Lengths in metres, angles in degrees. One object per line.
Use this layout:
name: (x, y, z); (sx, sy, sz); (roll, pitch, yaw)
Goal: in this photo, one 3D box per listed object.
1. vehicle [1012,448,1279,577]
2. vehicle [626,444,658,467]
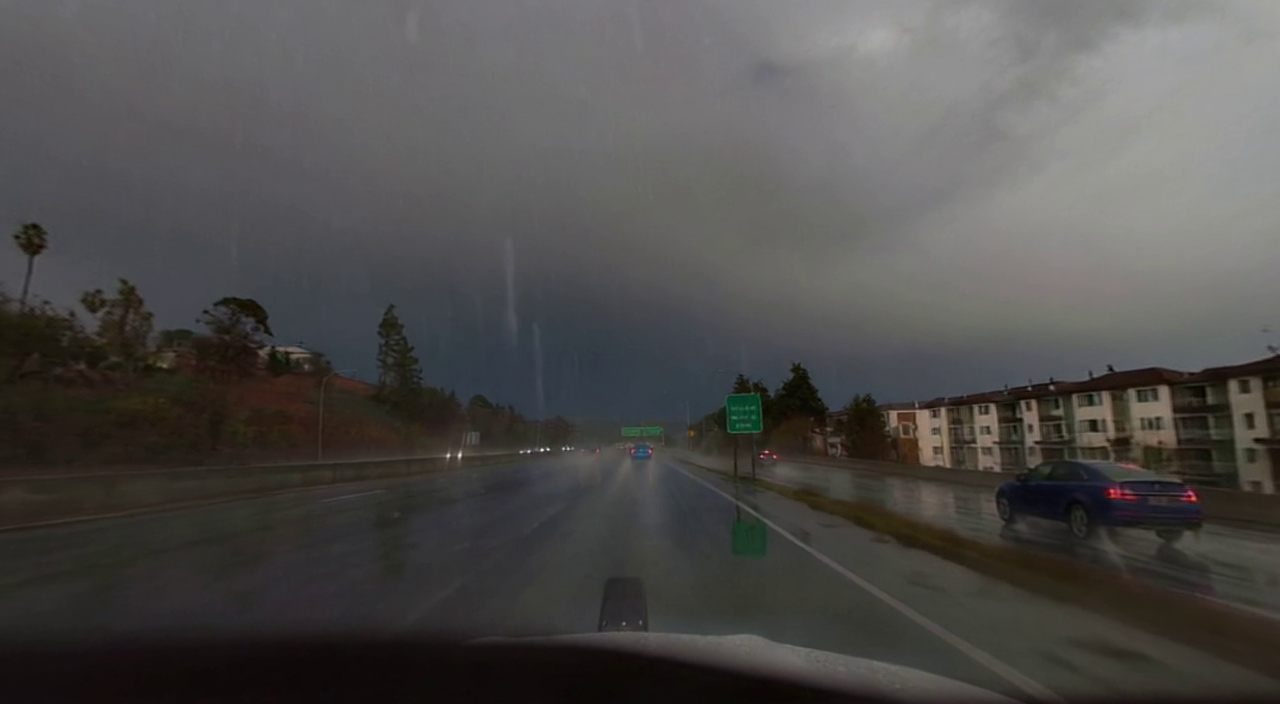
vehicle: (11.054, 3.026, 13.137); (2.599, 1.962, 5.759); (1, -8, -7)
vehicle: (0.144, 6.990, 42.958); (2.051, 1.443, 3.770); (0, -8, 0)
